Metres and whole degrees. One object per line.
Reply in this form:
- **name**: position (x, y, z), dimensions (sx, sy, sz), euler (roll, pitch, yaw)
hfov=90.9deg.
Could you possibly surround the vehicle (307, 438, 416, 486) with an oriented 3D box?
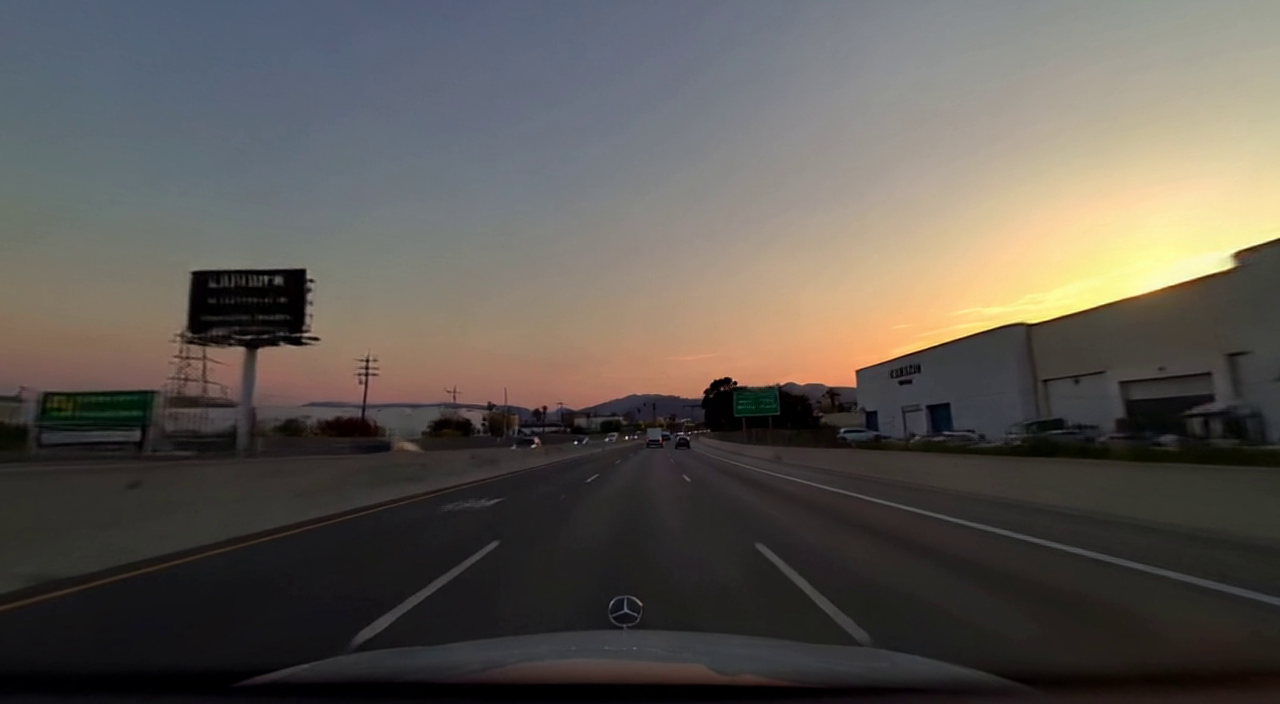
- **vehicle**: position (-10.652, 4.226, 24.577), dimensions (2.047, 1.679, 4.692), euler (0, -8, 1)
